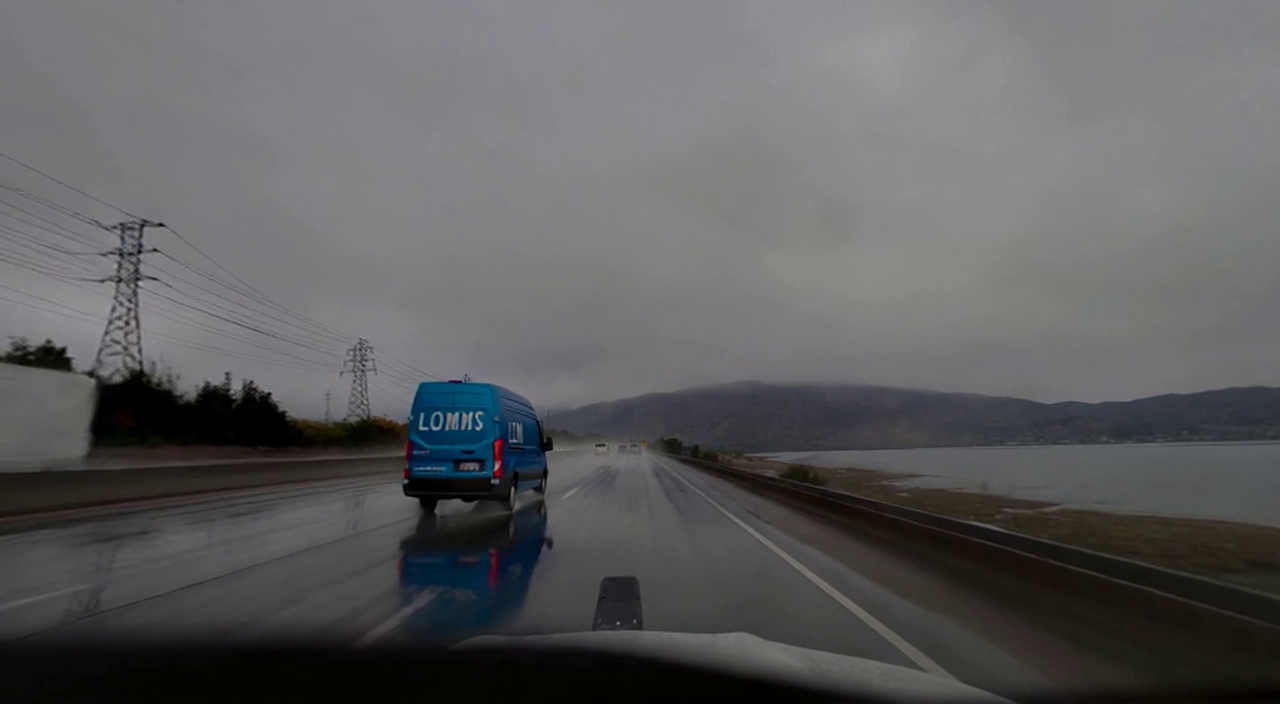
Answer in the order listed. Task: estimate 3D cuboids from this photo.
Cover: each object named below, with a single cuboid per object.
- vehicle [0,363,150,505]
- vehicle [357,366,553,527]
[{"bbox_3d":[-17.614,1.744,13.824,3.014,3.530,13.679,0,-9,-1],"label":"vehicle"},{"bbox_3d":[-3.611,2.096,14.179,2.331,2.757,6.581,0,-8,1],"label":"vehicle"}]
